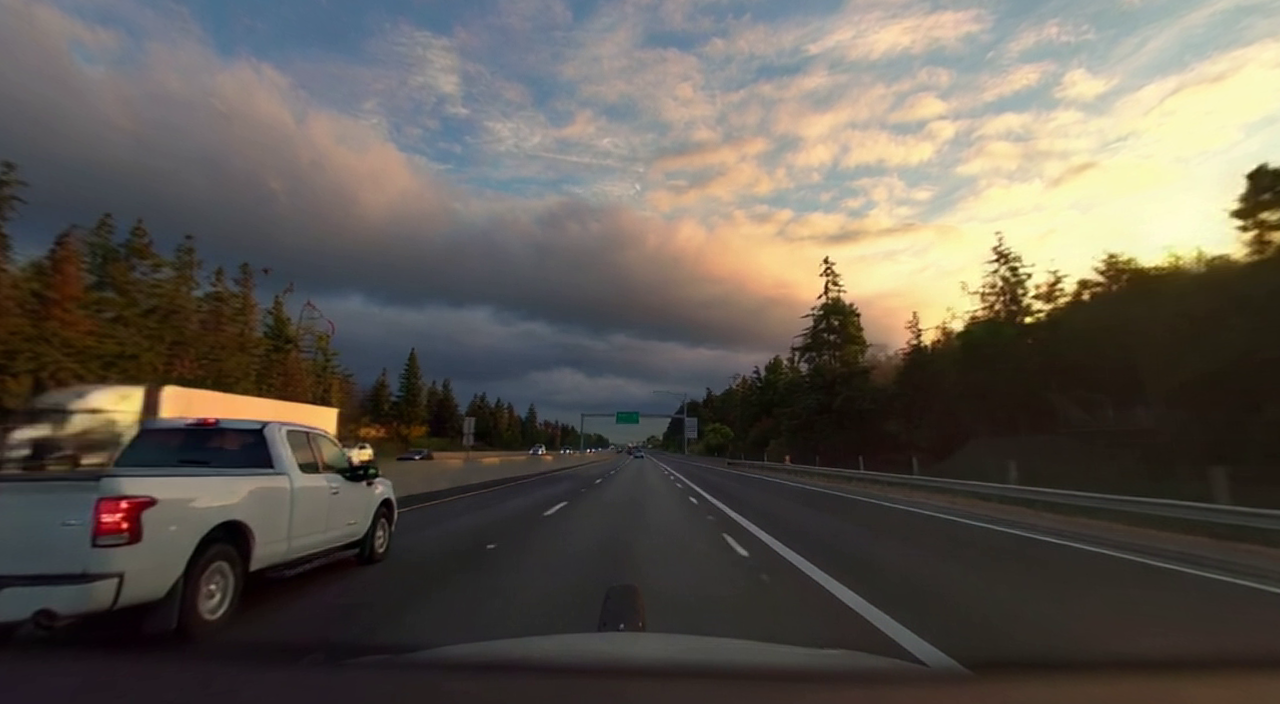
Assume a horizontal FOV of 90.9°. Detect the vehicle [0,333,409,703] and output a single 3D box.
[{"bbox_3d":[-3.869,1.185,4.771,2.214,1.872,5.179,0,-9,1],"label":"vehicle"}]
